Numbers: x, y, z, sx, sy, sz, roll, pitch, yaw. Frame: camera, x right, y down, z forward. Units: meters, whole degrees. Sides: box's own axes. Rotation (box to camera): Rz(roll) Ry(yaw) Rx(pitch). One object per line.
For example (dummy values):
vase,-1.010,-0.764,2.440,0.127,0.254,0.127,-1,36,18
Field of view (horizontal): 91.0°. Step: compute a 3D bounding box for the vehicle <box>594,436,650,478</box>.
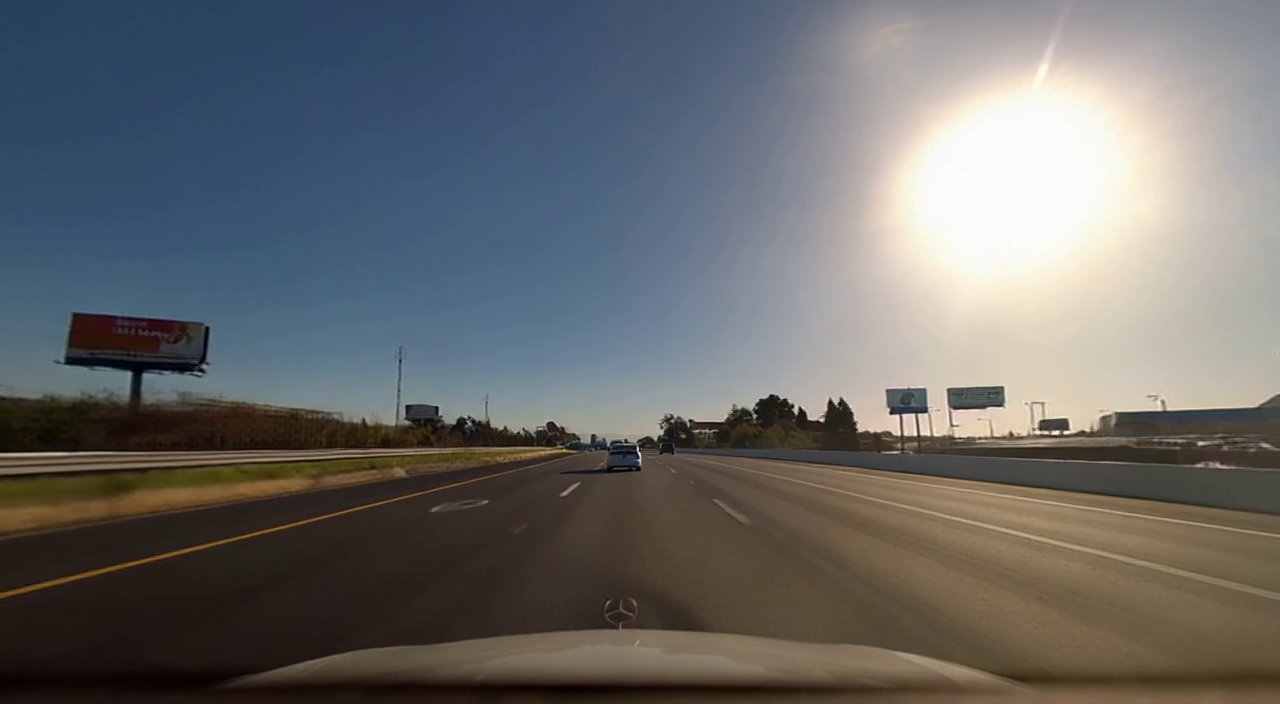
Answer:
vehicle,-0.701,4.328,26.132,2.147,1.576,3.964,0,-8,0
